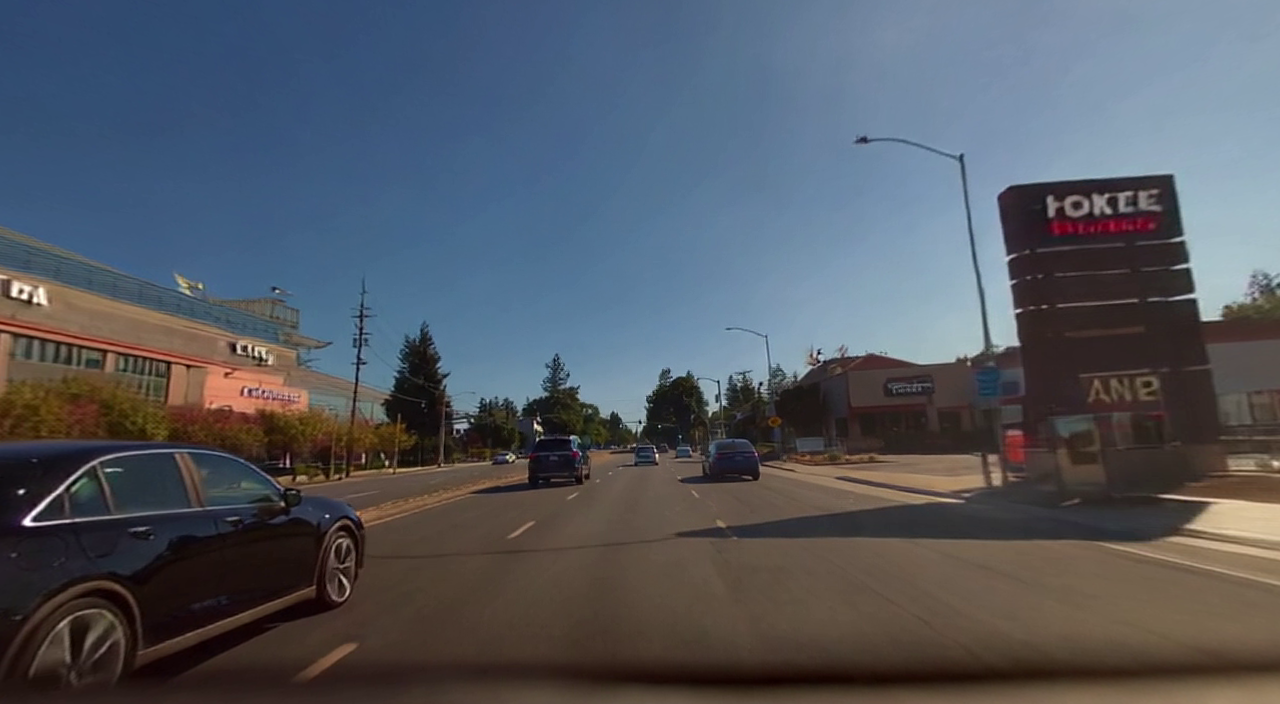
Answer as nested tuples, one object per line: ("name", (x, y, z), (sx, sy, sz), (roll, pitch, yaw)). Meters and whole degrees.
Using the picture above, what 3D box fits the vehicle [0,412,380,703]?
("vehicle", (-3.254, 1.055, 2.918), (1.956, 1.460, 4.802), (-1, -8, 1))

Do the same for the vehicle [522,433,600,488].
("vehicle", (-2.793, 3.977, 23.447), (2.193, 1.788, 4.603), (-1, -8, 1))

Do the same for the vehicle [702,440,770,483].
("vehicle", (3.568, 4.138, 24.155), (1.904, 1.490, 4.299), (0, -8, 0))

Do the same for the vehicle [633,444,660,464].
("vehicle", (0.486, 7.902, 49.054), (2.069, 1.445, 3.965), (0, -8, 0))
